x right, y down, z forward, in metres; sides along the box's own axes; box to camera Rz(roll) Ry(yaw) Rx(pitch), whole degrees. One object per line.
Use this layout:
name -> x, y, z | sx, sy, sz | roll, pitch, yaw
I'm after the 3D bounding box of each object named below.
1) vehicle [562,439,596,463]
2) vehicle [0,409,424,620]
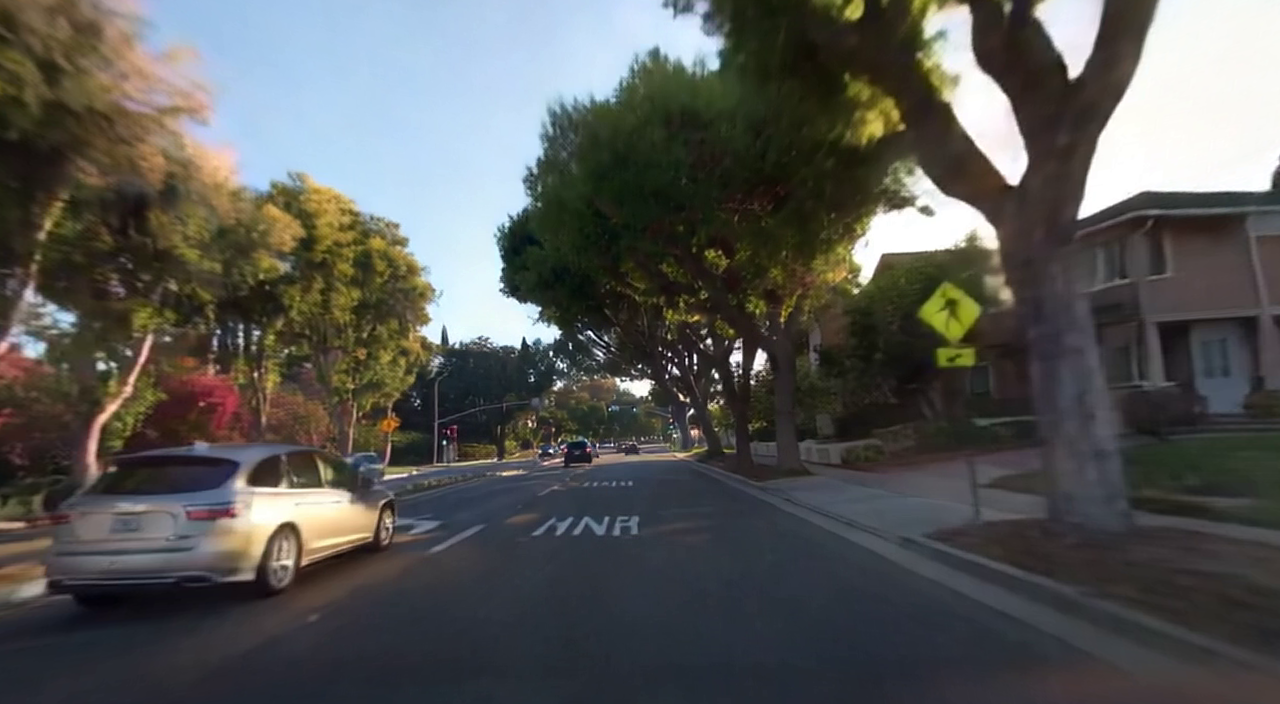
vehicle -> -4.593, 7.538, 48.108 | 2.065, 1.714, 4.272 | 0, -8, 1
vehicle -> -4.509, 1.666, 7.543 | 2.169, 1.706, 4.638 | 0, -8, 1
